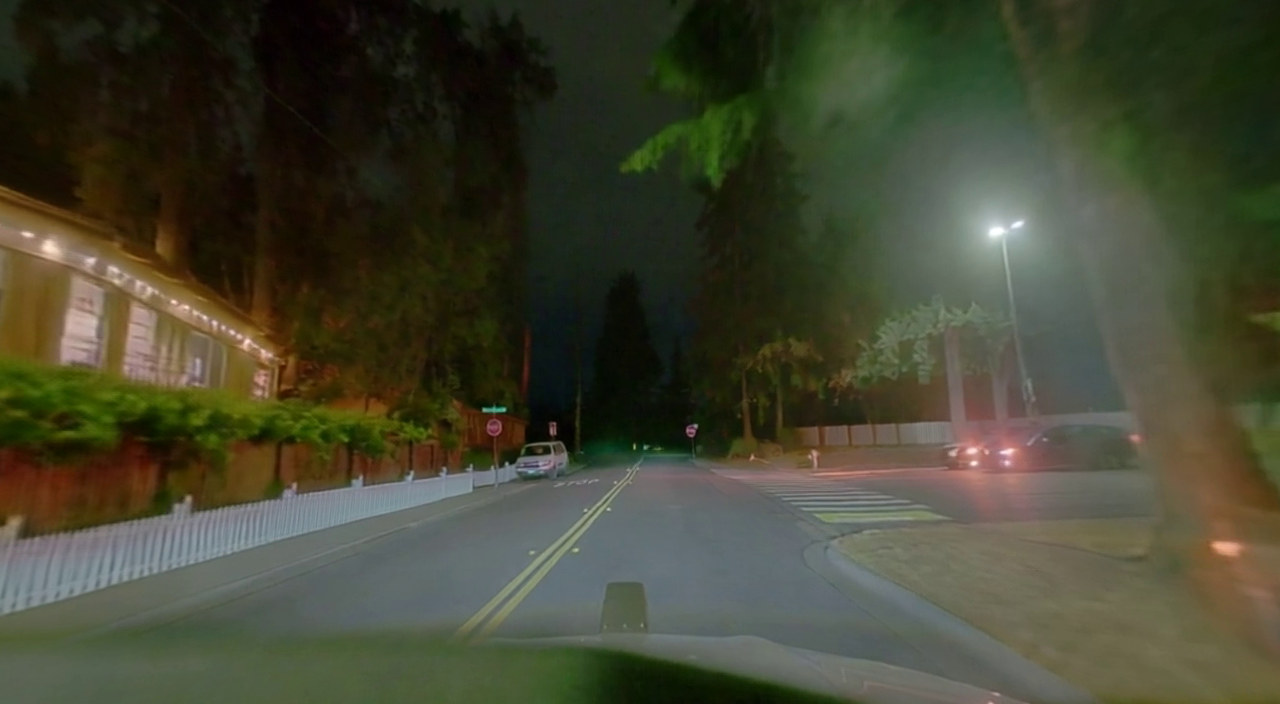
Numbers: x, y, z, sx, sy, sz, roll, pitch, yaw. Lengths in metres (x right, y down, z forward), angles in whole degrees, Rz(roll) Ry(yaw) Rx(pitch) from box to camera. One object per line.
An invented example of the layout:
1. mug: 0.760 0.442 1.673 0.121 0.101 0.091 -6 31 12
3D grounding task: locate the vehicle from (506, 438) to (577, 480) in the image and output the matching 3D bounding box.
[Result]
1. vehicle: -4.933 5.462 32.657 2.308 1.899 6.107 -1 -8 4
